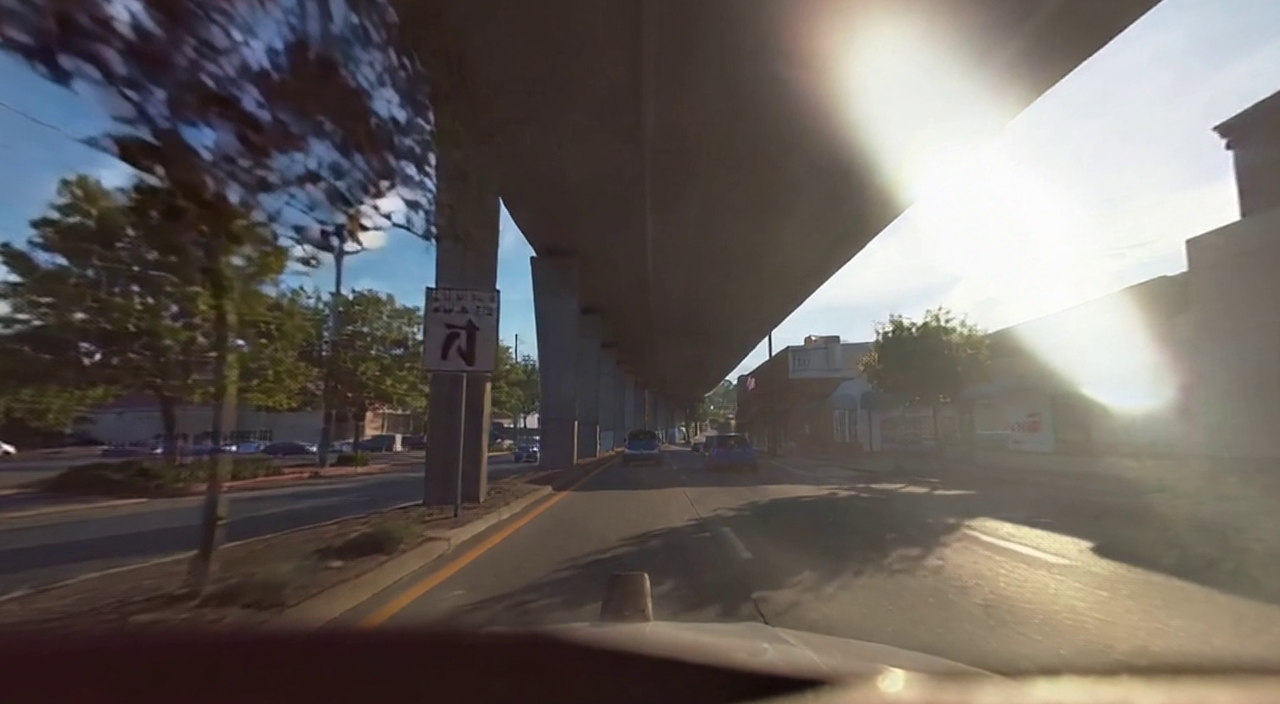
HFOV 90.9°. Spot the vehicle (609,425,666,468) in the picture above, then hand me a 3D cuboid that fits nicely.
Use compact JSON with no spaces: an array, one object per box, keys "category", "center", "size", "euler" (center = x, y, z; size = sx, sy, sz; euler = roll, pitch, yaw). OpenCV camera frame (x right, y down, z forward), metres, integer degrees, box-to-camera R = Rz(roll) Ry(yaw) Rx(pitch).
[{"category":"vehicle","center":[-0.051,4.377,29.206],"size":[2.441,1.813,4.581],"euler":[0,-8,1]}]

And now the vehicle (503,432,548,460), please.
[{"category":"vehicle","center":[-7.957,6.585,44.230],"size":[2.137,1.811,4.549],"euler":[-1,-8,3]}]

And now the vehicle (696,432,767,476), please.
[{"category":"vehicle","center":[3.343,3.828,23.948],"size":[1.954,1.479,4.557],"euler":[0,-8,-1]}]
